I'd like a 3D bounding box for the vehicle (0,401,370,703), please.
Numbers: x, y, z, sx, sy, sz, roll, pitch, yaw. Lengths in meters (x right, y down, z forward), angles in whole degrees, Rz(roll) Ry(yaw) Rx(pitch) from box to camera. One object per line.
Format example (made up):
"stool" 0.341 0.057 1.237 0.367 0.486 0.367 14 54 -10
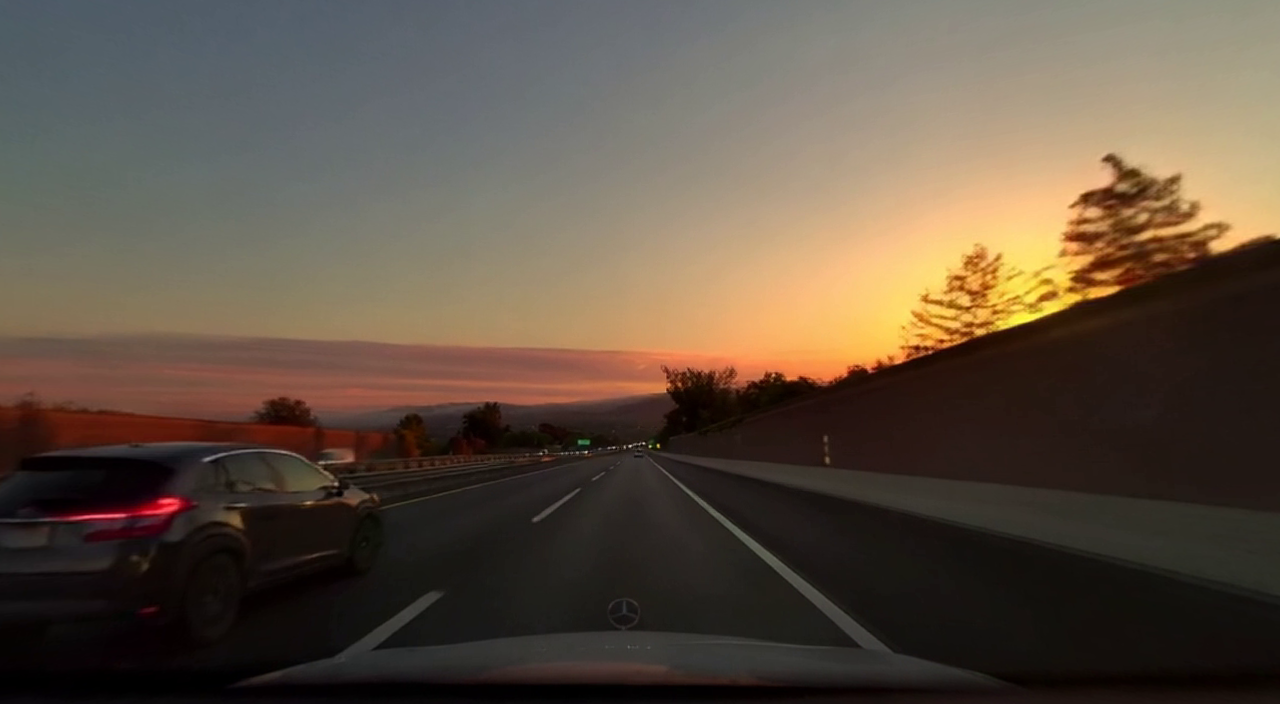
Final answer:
"vehicle" -4.070 1.380 5.214 1.844 1.620 4.142 0 -9 0
